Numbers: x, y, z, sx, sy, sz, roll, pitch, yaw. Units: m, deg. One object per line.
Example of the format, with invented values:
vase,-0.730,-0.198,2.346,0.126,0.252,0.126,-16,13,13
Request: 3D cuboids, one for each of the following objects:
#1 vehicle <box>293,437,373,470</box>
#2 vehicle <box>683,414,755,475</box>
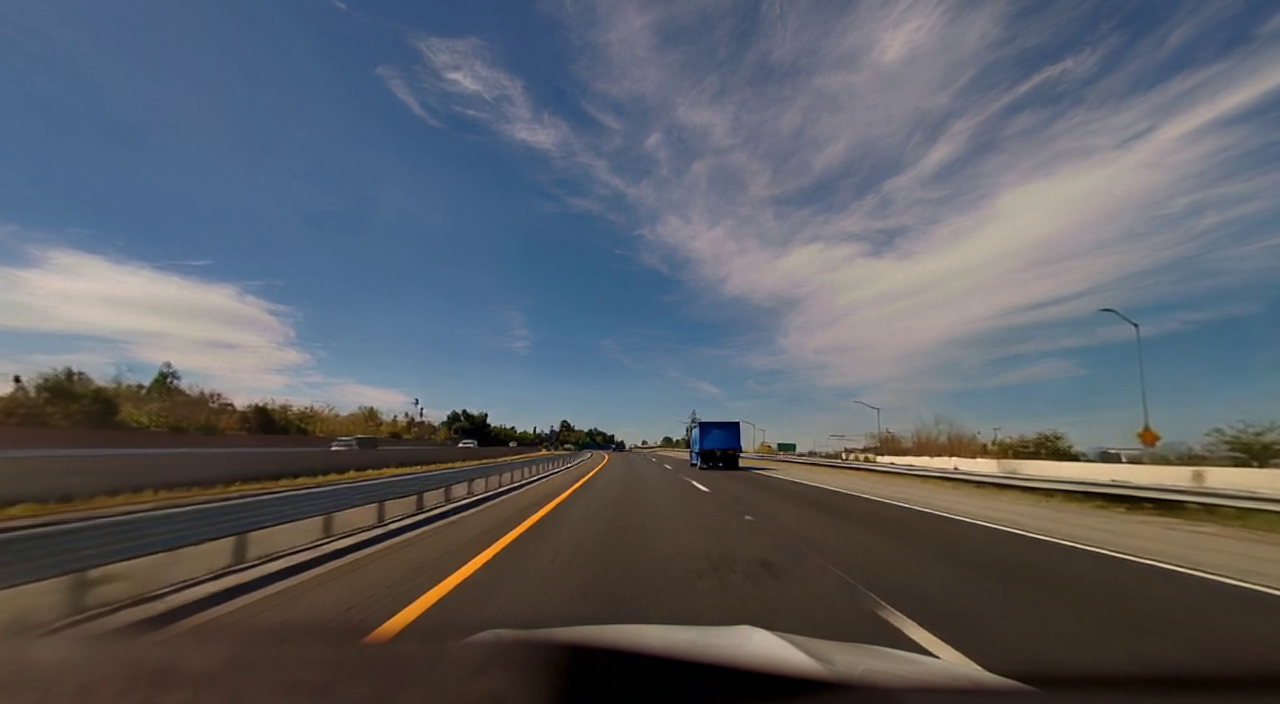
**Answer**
vehicle,-17.573,5.825,36.456,2.038,1.756,5.218,0,-8,0
vehicle,3.462,4.267,29.025,2.430,2.495,6.062,0,-8,-1
